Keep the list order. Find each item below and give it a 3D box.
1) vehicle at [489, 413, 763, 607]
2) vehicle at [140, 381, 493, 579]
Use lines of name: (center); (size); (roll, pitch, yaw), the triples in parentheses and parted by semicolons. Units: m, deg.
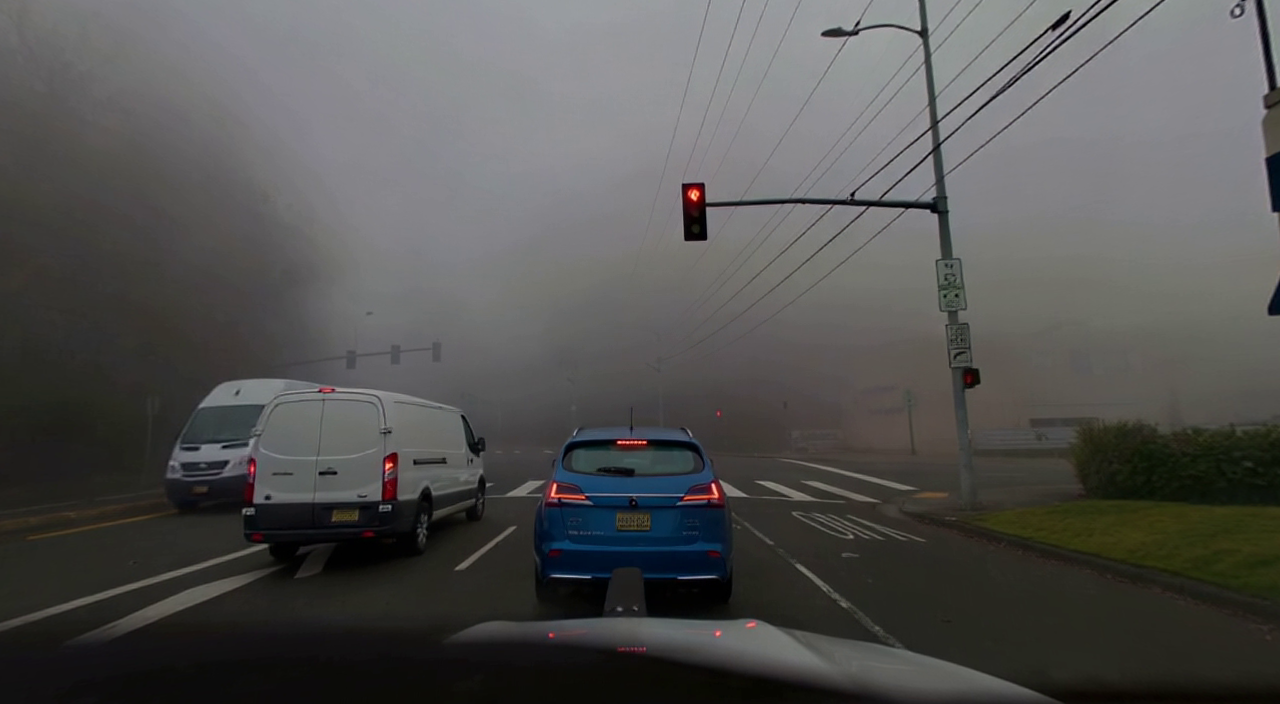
vehicle: (-0.112, 1.462, 6.780); (2.064, 1.452, 3.942); (0, -8, 0)
vehicle: (-3.583, 1.515, 8.409); (2.076, 1.820, 5.100); (0, -8, -1)
